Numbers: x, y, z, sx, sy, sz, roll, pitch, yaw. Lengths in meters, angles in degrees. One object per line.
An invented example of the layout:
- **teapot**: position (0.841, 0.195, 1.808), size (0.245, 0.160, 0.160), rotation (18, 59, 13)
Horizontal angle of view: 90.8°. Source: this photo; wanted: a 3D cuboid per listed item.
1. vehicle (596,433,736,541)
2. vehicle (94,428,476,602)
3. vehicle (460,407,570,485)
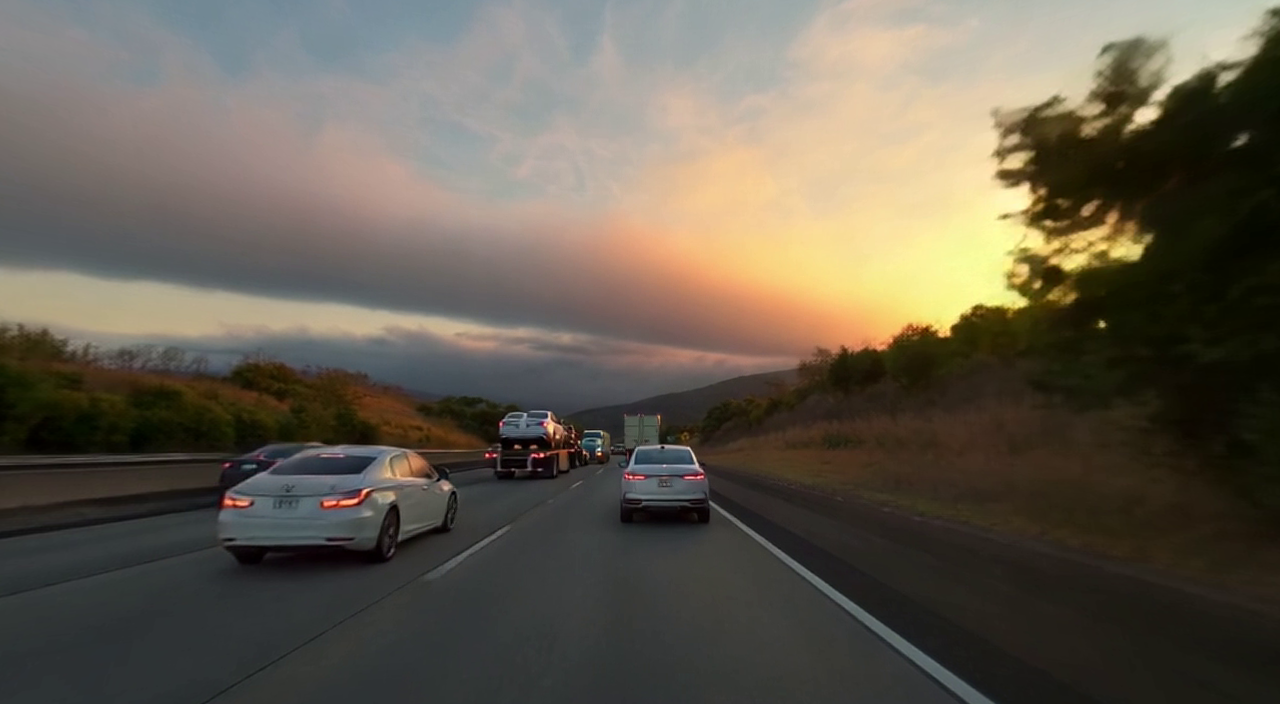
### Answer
- **vehicle**: position (0.378, 2.187, 10.736), size (1.991, 1.507, 3.391), rotation (0, -9, 0)
- **vehicle**: position (-3.656, 1.751, 7.736), size (1.947, 1.470, 4.526), rotation (0, -9, 2)
- **vehicle**: position (-2.776, 2.235, 14.994), size (2.031, 1.594, 4.103), rotation (0, -9, -4)
